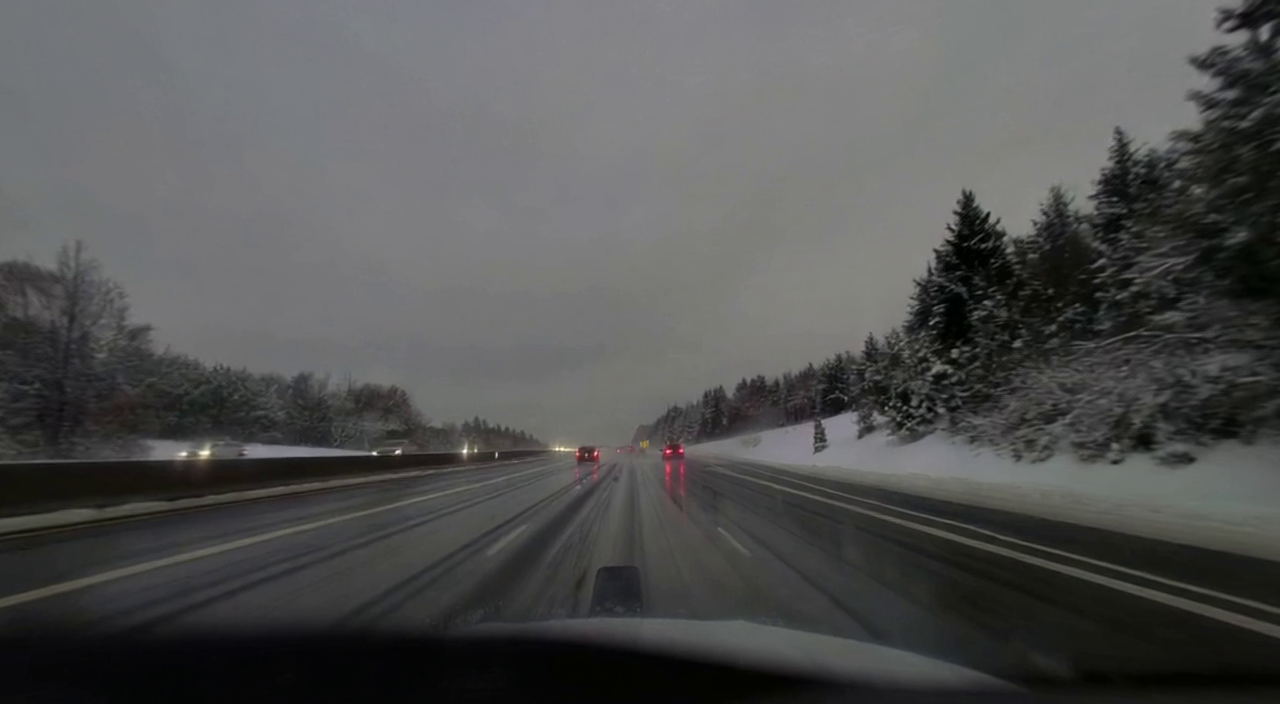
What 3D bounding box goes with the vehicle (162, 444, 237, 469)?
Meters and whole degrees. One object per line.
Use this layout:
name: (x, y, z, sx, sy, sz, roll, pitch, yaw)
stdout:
vehicle: (-27.633, 6.564, 39.484, 1.742, 1.490, 4.162, 0, -9, -1)
